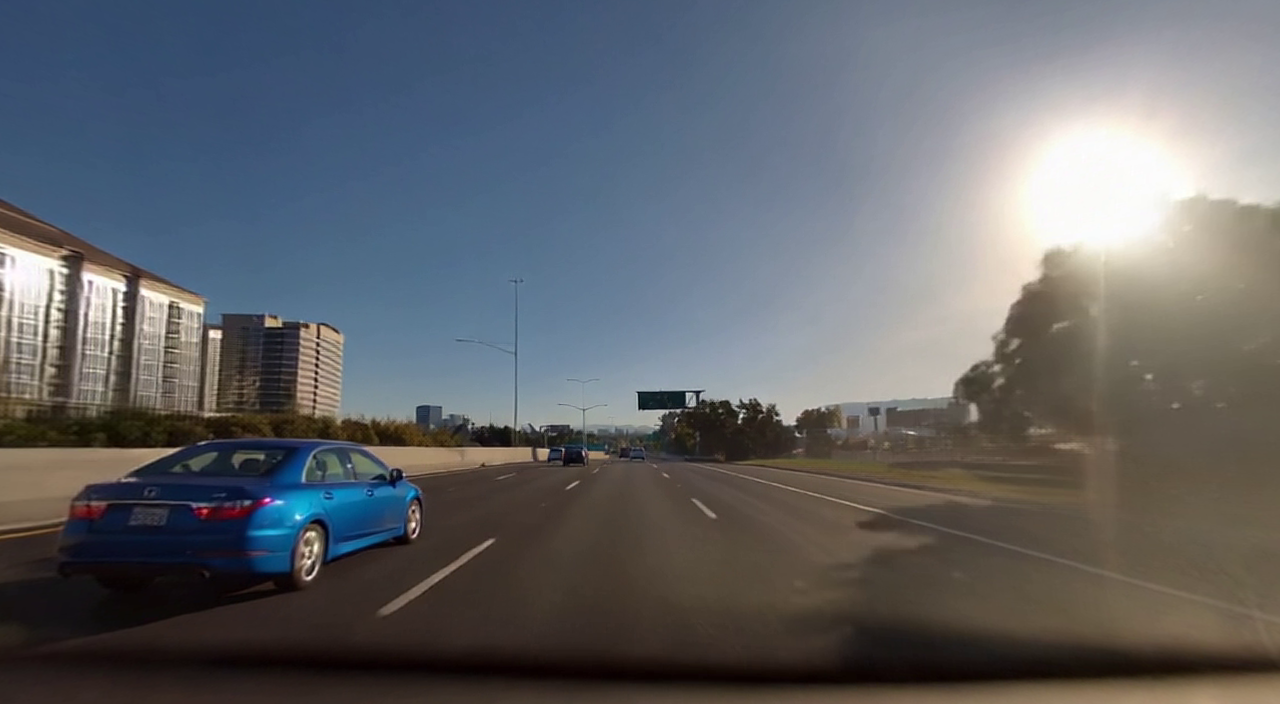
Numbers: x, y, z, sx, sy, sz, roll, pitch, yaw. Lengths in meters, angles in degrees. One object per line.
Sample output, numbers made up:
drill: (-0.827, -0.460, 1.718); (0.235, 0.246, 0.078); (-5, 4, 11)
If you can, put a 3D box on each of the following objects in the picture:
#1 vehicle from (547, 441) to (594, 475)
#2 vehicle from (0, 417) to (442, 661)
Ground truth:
vehicle: (-3.653, 5.666, 33.938); (2.075, 1.702, 4.257); (0, -9, 0)
vehicle: (-3.724, 1.482, 6.163); (2.114, 1.480, 4.473); (0, -9, 0)
